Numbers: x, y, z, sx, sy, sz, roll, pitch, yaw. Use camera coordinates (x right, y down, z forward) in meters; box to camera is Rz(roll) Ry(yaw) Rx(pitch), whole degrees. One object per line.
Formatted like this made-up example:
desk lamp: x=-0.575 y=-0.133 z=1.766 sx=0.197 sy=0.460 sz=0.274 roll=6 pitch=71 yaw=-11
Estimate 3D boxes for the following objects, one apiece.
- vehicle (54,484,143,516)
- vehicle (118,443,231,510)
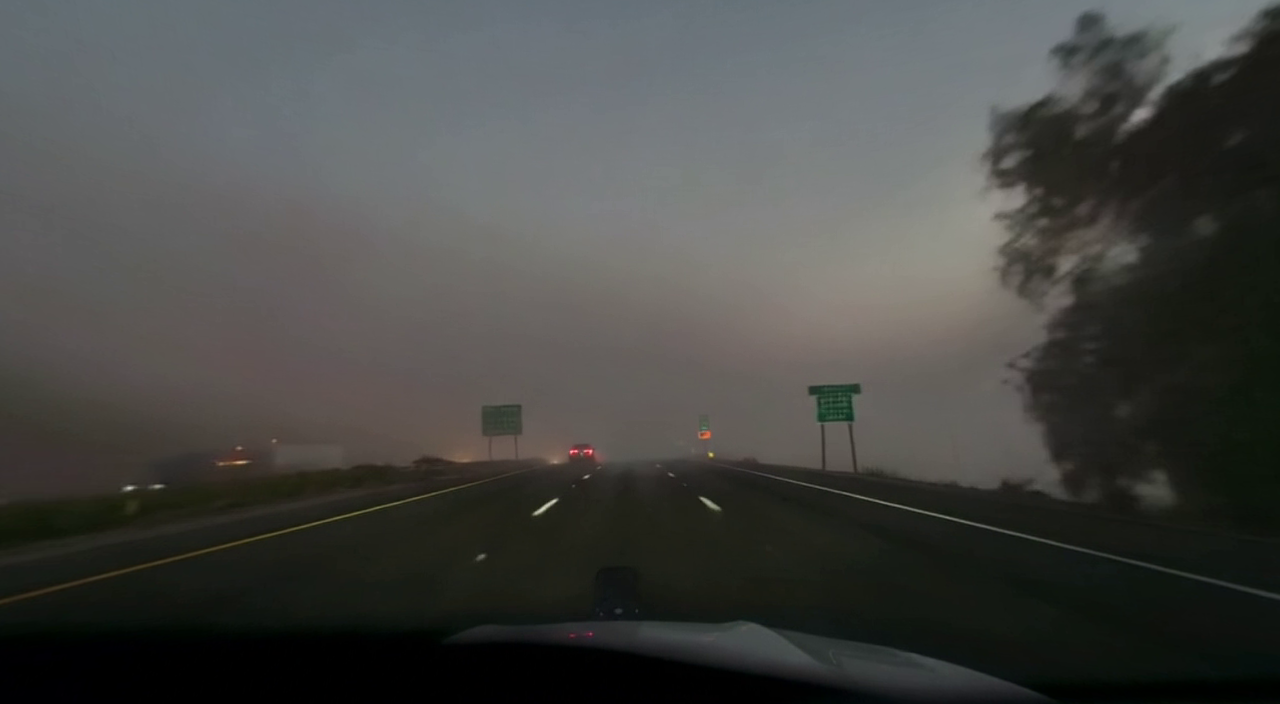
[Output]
vehicle: x=-33.383 y=9.129 z=39.136 sx=1.813 sy=1.571 sz=4.259 roll=0 pitch=-8 yaw=-2
vehicle: x=-28.900 y=7.660 z=39.560 sx=2.948 sy=3.837 sz=5.129 roll=0 pitch=-8 yaw=-1
